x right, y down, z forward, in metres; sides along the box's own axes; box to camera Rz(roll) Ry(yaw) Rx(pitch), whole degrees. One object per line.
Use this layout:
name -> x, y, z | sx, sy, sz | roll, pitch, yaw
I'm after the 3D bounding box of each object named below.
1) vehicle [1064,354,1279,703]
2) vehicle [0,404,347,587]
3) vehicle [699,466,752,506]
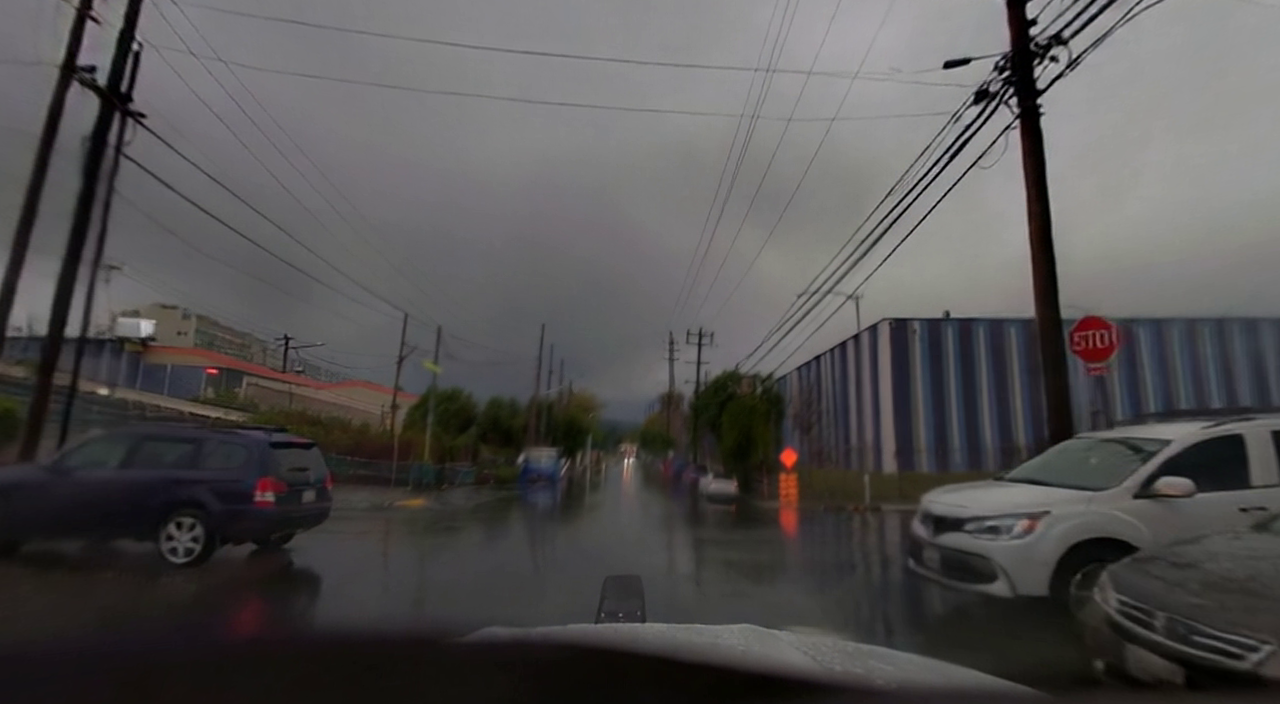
vehicle -> 4.467, 0.952, 2.340 | 4.554, 1.473, 1.876 | 5, -11, -3
vehicle -> -6.508, 1.523, 7.391 | 5.025, 1.648, 2.055 | 4, -9, -1
vehicle -> 4.408, 6.975, 33.283 | 2.007, 1.804, 4.136 | 0, -8, -3
